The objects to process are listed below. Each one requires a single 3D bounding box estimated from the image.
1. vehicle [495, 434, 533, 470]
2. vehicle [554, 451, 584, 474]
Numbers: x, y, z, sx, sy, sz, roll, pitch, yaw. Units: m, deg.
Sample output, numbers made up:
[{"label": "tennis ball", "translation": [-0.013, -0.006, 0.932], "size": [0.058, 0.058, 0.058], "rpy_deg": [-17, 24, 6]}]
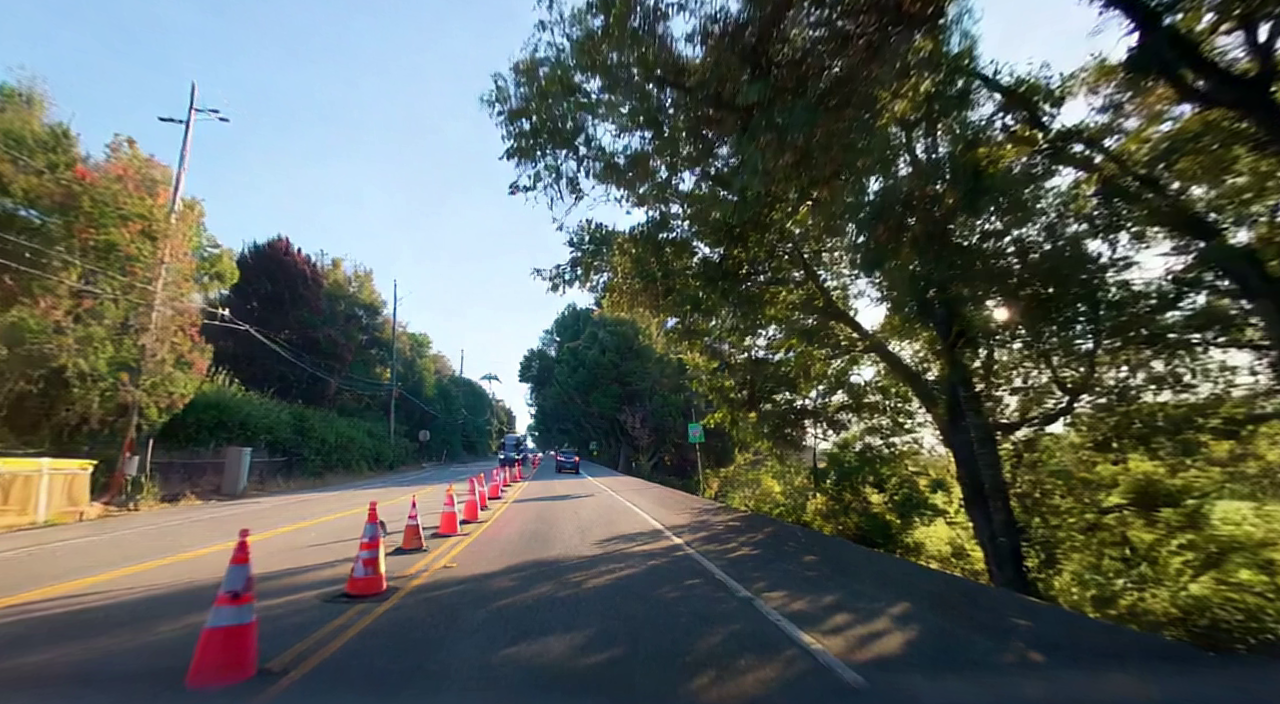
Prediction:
[{"label": "vehicle", "translation": [-9.366, 7.458, 47.314], "size": [2.380, 2.488, 4.028], "rpy_deg": [3, -9, -8]}, {"label": "vehicle", "translation": [-5.172, 7.974, 45.701], "size": [2.013, 1.481, 4.356], "rpy_deg": [1, -9, -8]}]
